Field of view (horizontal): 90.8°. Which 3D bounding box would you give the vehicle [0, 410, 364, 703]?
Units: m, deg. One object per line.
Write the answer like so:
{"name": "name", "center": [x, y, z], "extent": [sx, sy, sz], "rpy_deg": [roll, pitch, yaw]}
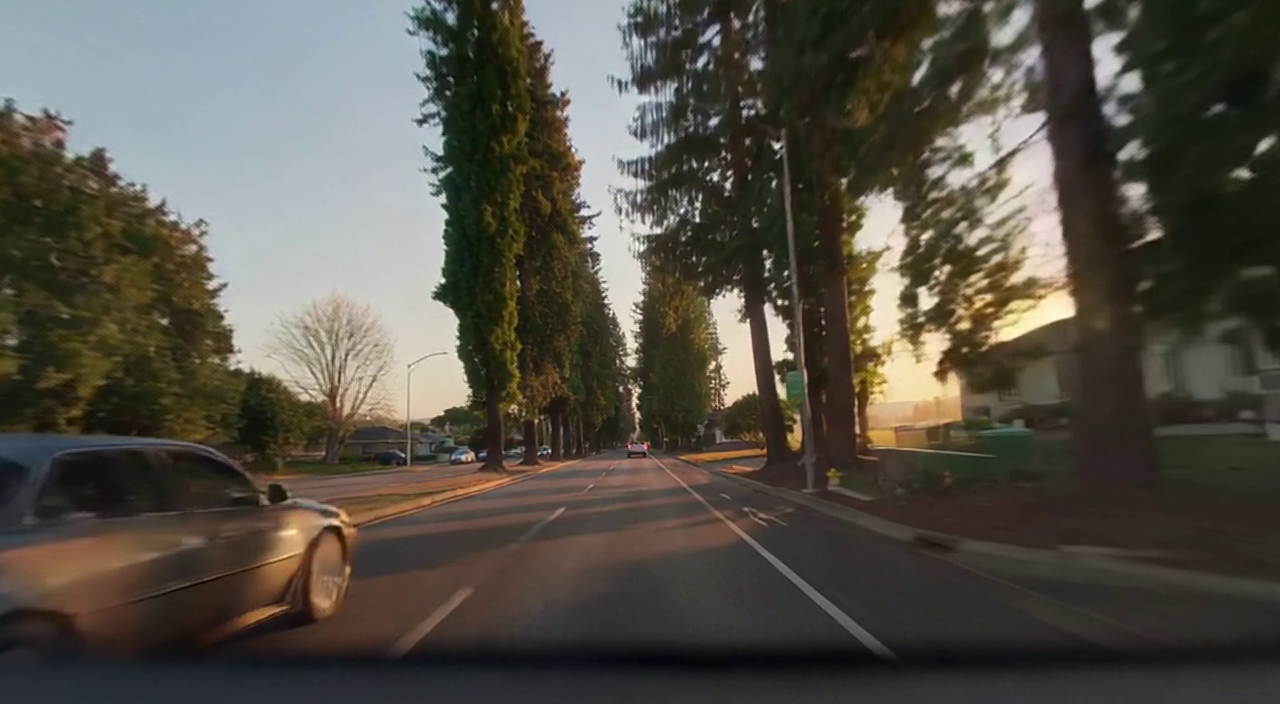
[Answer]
{"name": "vehicle", "center": [-3.316, 1.032, 2.767], "extent": [2.020, 1.478, 4.890], "rpy_deg": [0, -8, 0]}
